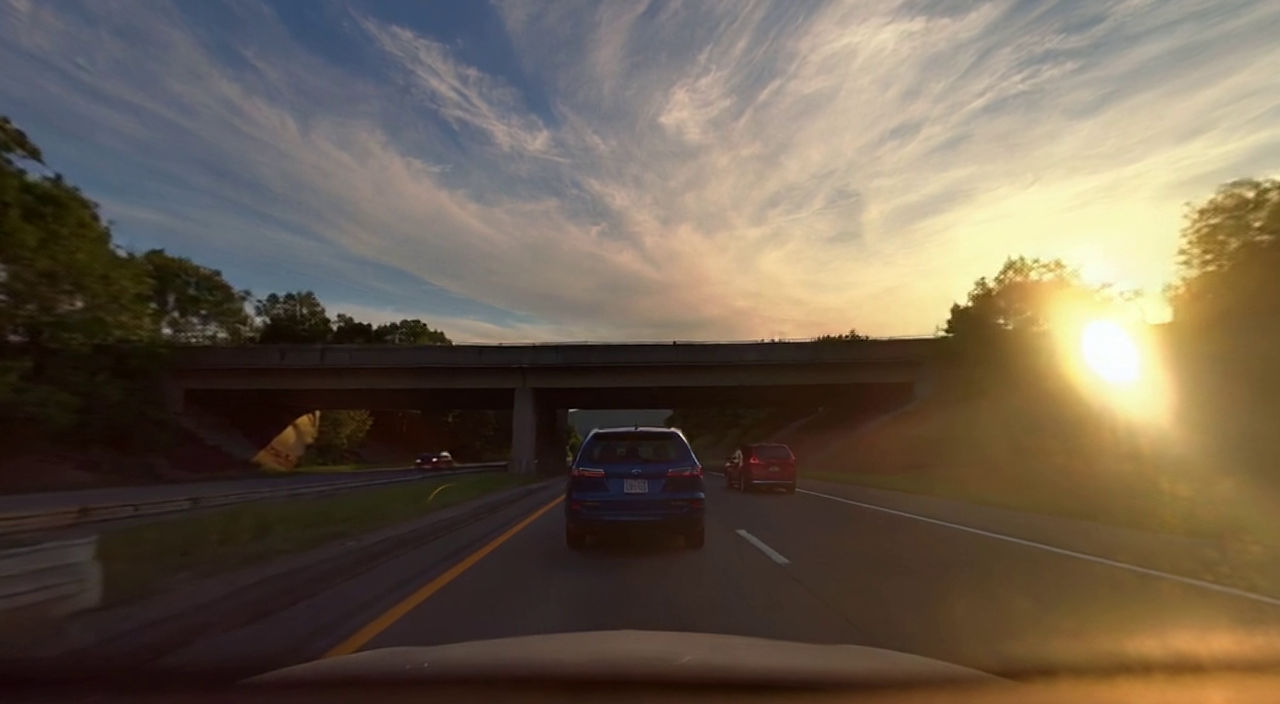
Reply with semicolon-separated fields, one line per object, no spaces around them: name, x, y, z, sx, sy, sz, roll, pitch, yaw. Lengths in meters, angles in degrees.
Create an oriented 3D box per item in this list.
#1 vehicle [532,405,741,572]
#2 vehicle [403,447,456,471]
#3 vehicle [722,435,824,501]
vehicle;-0.041;1.823;9.055;2.288;1.823;4.059;0;-9;0
vehicle;-13.596;6.917;40.910;2.006;1.459;4.251;0;-9;0
vehicle;3.897;3.503;19.367;2.043;1.767;4.620;0;-9;-1
